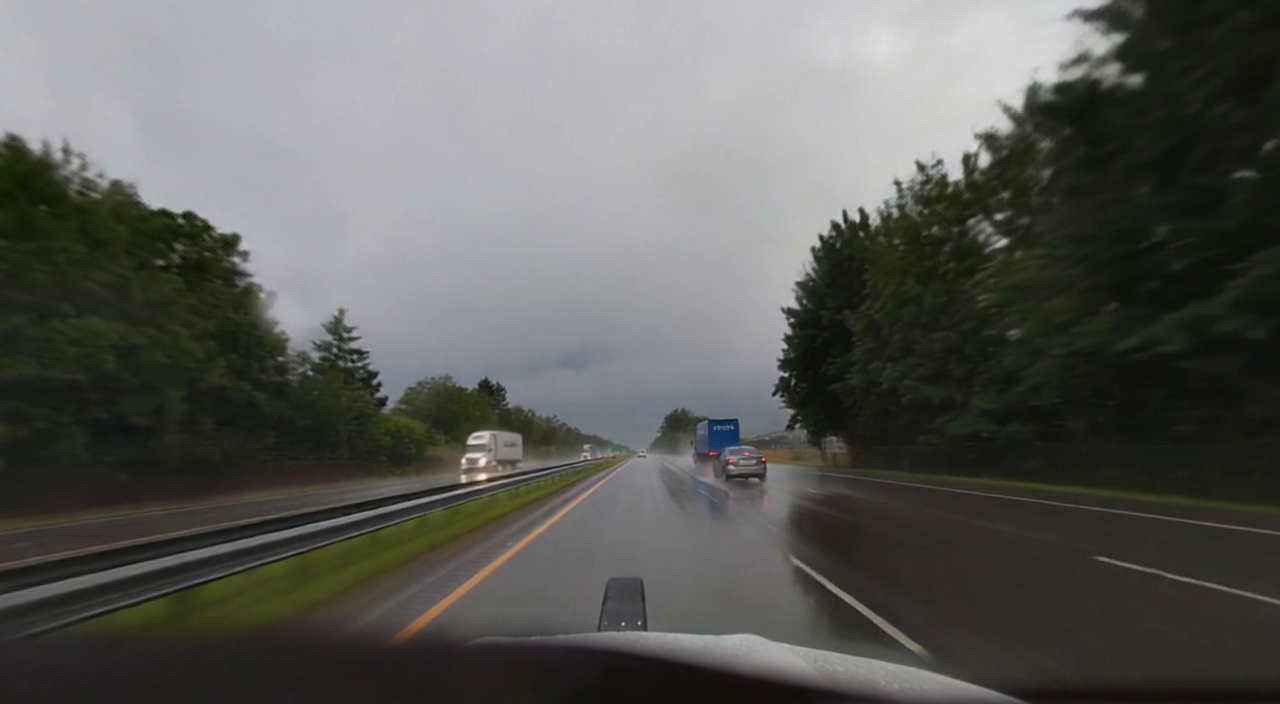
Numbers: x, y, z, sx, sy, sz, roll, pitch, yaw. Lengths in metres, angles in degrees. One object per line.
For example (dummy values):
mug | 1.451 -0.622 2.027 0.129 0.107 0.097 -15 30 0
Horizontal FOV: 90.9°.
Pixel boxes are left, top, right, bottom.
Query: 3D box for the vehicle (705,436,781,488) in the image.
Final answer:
vehicle | 3.762 4.115 23.787 2.093 1.742 4.167 0 -9 -1
